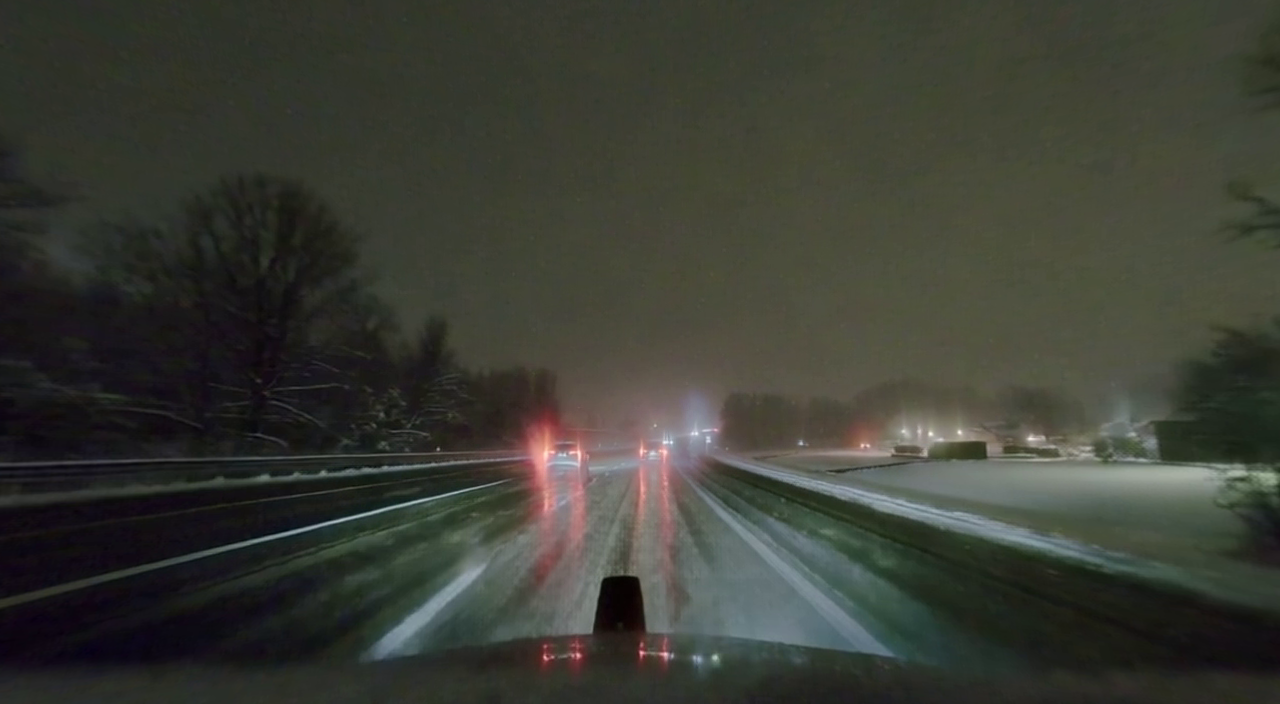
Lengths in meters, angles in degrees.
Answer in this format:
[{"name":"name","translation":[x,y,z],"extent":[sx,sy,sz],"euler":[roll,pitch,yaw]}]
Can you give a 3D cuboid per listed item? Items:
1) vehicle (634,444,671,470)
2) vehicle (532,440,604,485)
[{"name":"vehicle","translation":[0.793,6.455,38.963],"extent":[2.129,1.502,4.321],"euler":[-1,-9,2]},{"name":"vehicle","translation":[-2.660,4.264,24.489],"extent":[2.129,1.563,4.387],"euler":[-1,-9,2]}]
